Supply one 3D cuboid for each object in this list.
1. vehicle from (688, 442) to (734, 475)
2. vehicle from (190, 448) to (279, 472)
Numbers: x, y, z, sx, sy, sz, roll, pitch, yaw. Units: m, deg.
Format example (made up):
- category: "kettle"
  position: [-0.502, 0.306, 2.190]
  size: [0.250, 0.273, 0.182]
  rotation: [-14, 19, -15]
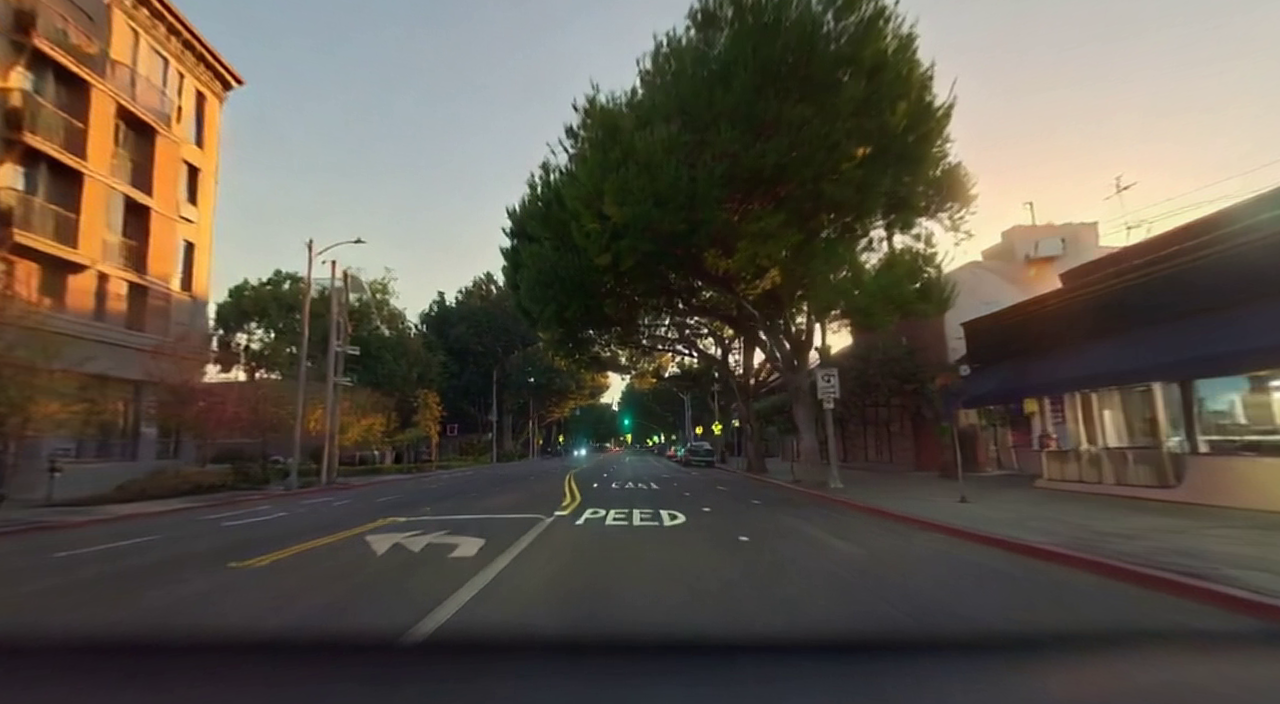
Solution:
- category: "vehicle"
  position: [3.955, 5.999, 35.878]
  size: [1.957, 1.753, 4.413]
  rotation: [0, -8, -2]
- category: "vehicle"
  position: [-26.107, 6.966, 40.821]
  size: [4.402, 1.449, 1.880]
  rotation: [3, -8, -18]
